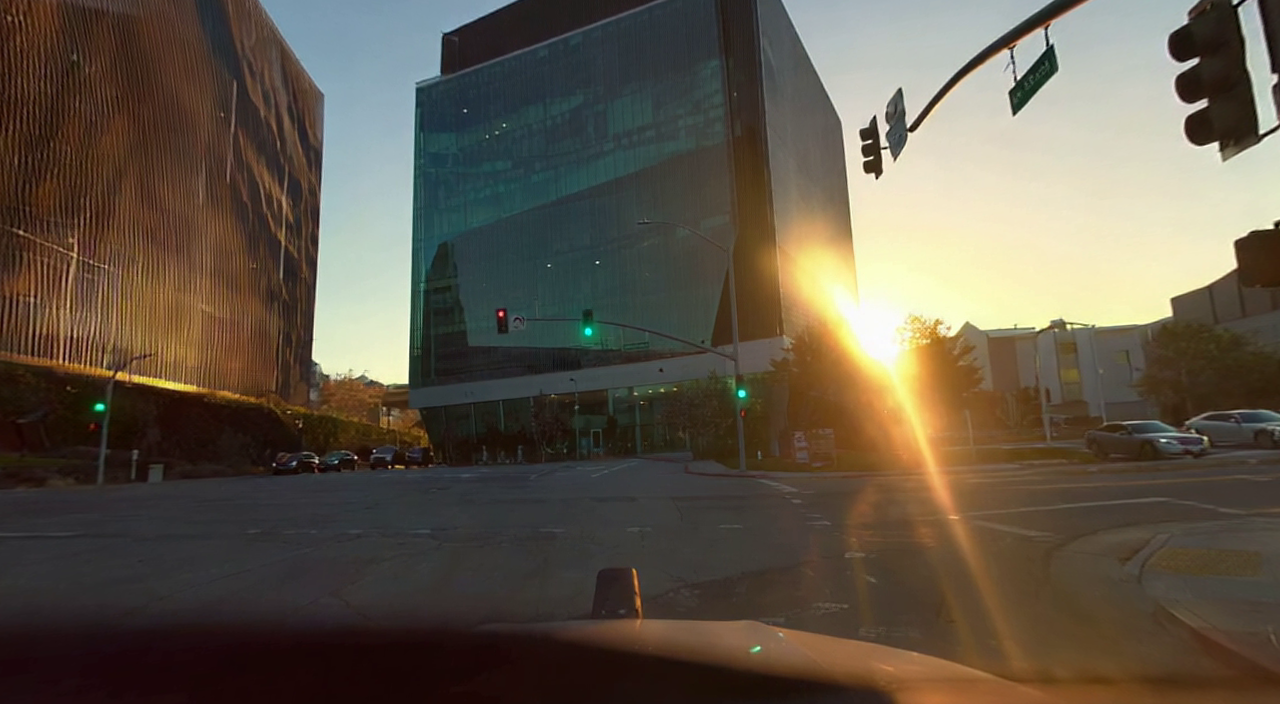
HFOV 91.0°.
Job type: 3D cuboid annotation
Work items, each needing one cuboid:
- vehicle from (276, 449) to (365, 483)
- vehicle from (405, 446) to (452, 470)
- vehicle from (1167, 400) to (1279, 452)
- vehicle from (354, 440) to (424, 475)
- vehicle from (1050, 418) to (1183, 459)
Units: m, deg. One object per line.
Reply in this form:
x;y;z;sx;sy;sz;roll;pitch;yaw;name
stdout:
-14.816;5.291;29.535;1.790;1.437;4.349;0;-9;2;vehicle
-15.136;7.599;45.284;1.932;1.605;4.146;1;-9;-1;vehicle
24.406;3.024;25.192;2.109;1.836;5.080;-2;-10;-1;vehicle
-14.886;6.284;37.639;2.091;1.915;5.040;0;-9;0;vehicle
19.065;3.524;25.510;1.834;1.480;4.458;1;-9;-1;vehicle
